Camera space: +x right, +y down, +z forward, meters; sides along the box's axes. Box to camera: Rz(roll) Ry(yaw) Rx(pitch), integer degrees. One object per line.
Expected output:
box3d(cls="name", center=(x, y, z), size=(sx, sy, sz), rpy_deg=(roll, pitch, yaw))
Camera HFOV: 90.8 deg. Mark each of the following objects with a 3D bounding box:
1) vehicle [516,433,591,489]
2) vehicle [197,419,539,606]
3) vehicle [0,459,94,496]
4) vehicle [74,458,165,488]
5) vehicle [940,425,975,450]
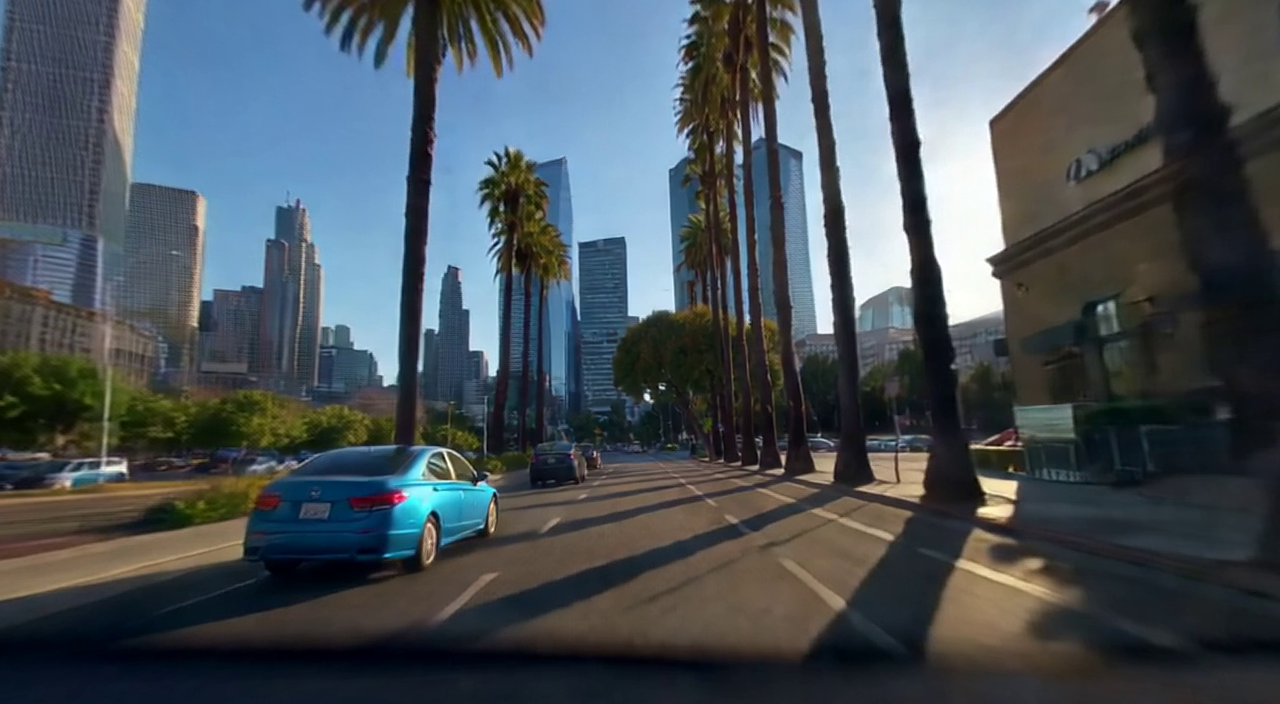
box3d(cls="vehicle", center=(-2.857, 3.699, 21.725), size=(1.894, 1.702, 3.999), rpy_deg=(0, -8, 2))
box3d(cls="vehicle", center=(-2.627, 1.671, 7.535), size=(2.071, 1.544, 4.383), rpy_deg=(0, -8, 1))
box3d(cls="vehicle", center=(-30.257, 6.223, 31.446), size=(1.956, 1.640, 4.715), rpy_deg=(-2, -9, -1))
box3d(cls="vehicle", center=(-30.211, 7.012, 36.849), size=(1.832, 1.584, 4.045), rpy_deg=(0, -8, 1))
box3d(cls="vehicle", center=(24.996, 6.771, 49.715), size=(1.679, 1.923, 3.703), rpy_deg=(-6, -11, 37))
